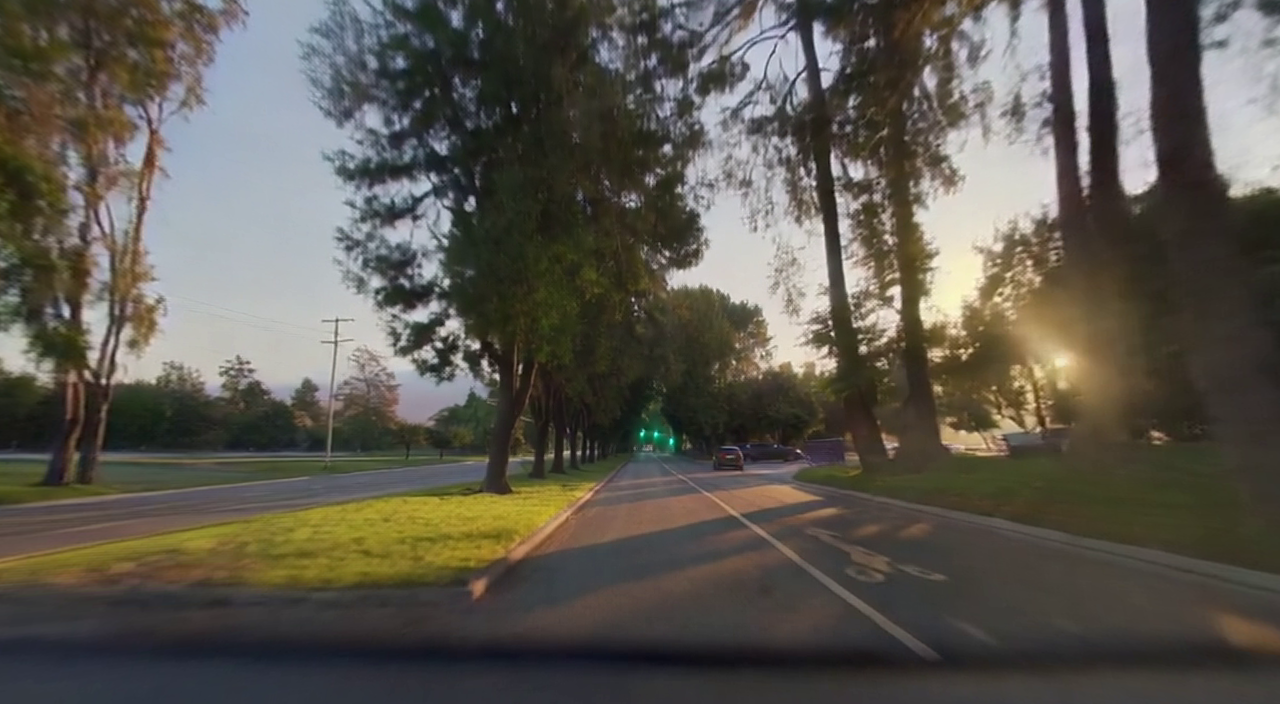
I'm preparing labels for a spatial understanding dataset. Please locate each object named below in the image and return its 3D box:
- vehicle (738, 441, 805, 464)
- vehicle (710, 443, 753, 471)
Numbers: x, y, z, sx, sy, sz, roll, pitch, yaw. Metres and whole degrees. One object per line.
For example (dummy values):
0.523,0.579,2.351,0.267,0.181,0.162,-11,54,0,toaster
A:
10.353,7.977,49.963,4.879,1.701,2.095,0,-10,3,vehicle
5.748,6.647,40.177,2.057,1.688,4.596,0,-9,0,vehicle
